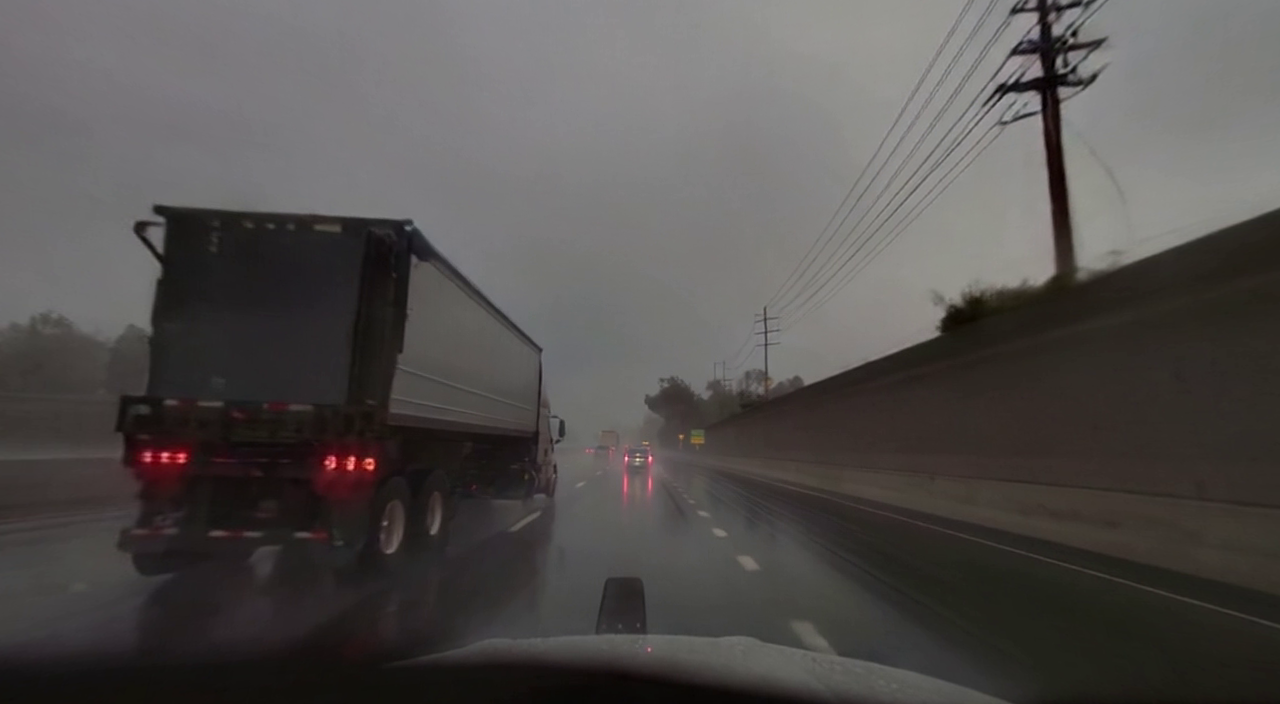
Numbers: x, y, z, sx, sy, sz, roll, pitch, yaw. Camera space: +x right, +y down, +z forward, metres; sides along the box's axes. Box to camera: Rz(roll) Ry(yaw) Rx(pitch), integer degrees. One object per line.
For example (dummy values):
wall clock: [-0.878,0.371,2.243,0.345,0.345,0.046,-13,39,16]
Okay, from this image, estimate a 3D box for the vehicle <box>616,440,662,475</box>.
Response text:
vehicle: [-0.049,5.308,31.851,2.178,1.640,4.071,0,-9,0]

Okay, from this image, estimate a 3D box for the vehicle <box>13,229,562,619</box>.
vehicle: [-3.453,1.220,9.814,3.023,3.246,9.102,-1,-9,2]
